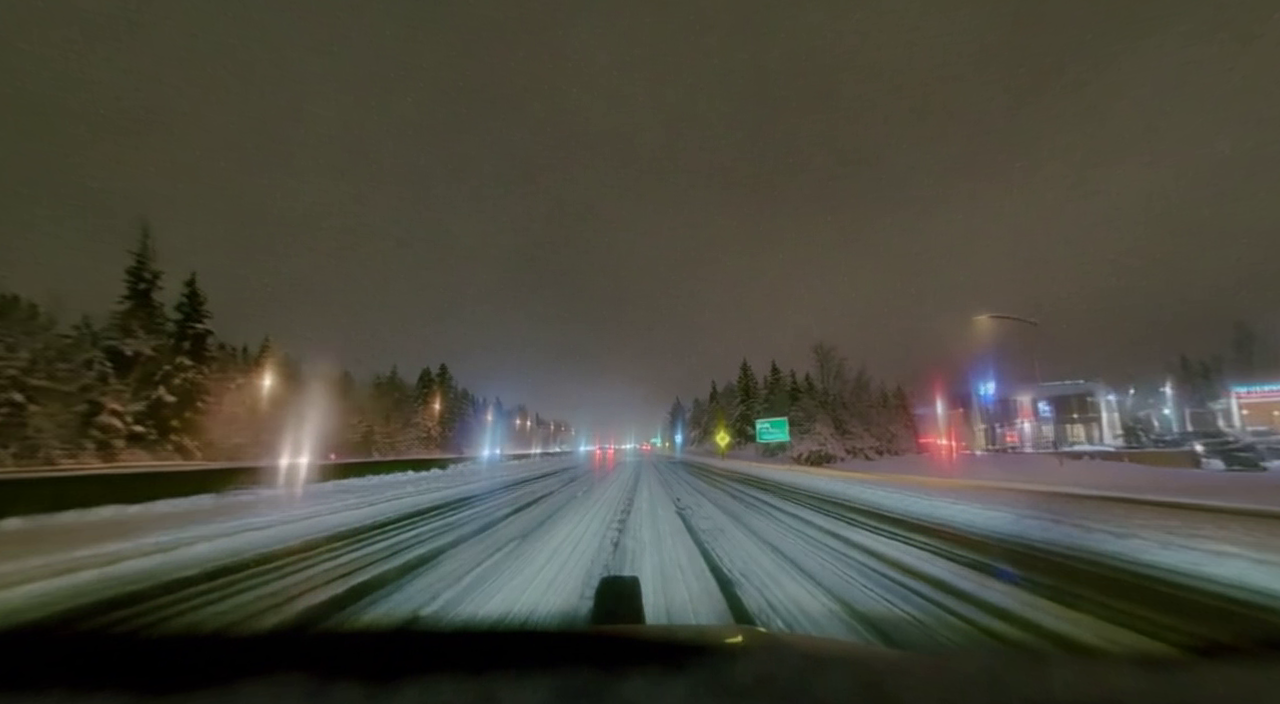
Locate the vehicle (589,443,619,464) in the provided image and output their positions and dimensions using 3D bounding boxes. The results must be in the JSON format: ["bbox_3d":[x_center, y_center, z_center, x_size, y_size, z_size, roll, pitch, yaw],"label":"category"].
[{"bbox_3d":[-2.757,7.909,49.267,2.015,1.557,4.229,0,-9,0],"label":"vehicle"}]
